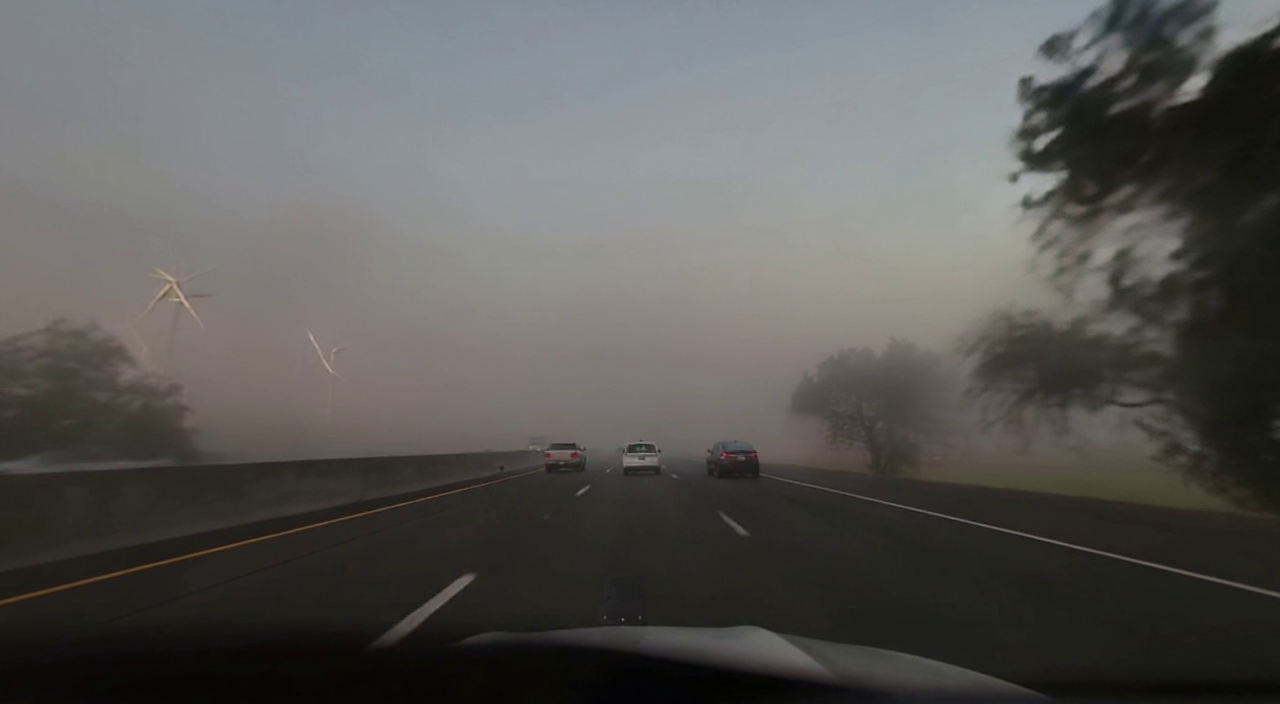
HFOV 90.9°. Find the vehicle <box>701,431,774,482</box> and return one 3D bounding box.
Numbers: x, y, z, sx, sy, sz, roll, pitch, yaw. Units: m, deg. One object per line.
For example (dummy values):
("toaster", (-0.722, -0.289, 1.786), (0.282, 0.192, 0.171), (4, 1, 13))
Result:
("vehicle", (3.802, 4.195, 25.513), (2.104, 1.861, 4.956), (0, -9, -1))

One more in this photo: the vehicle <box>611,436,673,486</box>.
("vehicle", (0.051, 3.975, 23.211), (2.083, 1.653, 3.787), (0, -9, 0))

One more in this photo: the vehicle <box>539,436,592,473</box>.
("vehicle", (-3.816, 5.397, 33.212), (2.131, 1.784, 4.635), (0, -9, 1))
